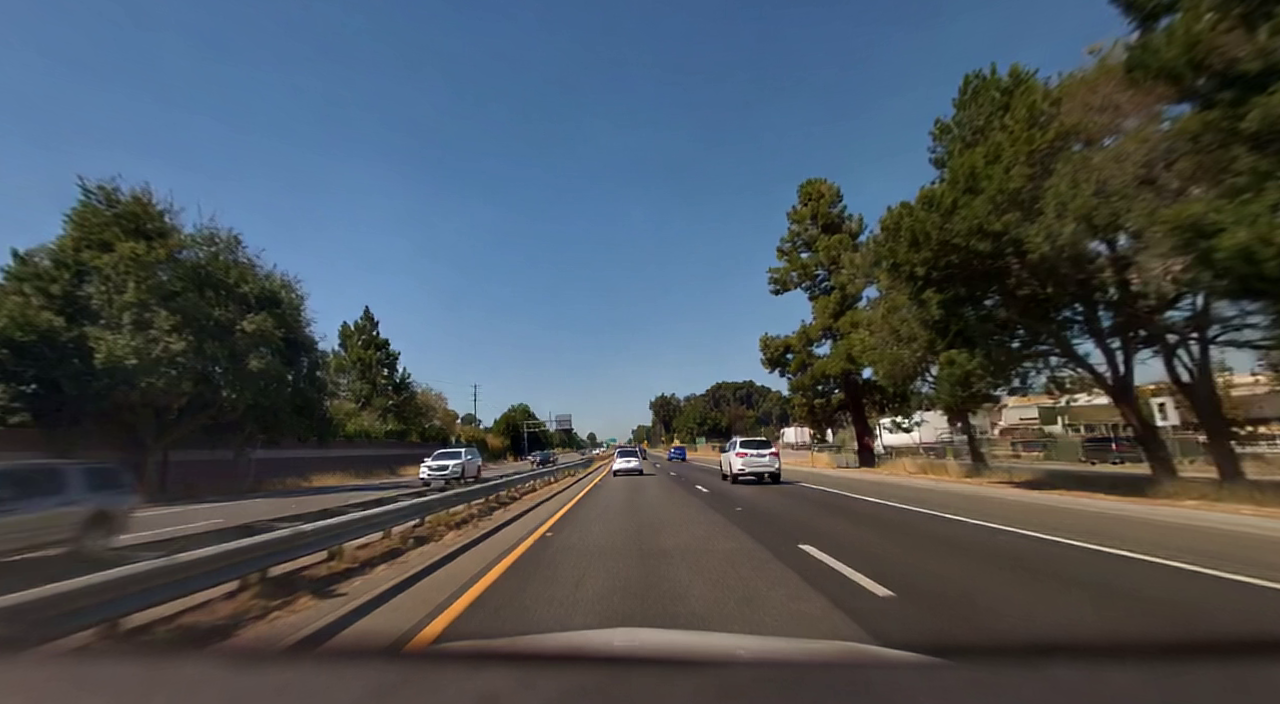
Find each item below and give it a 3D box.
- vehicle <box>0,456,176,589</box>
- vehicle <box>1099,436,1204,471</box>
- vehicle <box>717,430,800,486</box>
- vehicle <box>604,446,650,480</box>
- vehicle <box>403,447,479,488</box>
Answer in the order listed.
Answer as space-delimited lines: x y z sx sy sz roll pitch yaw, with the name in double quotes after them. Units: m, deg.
-8.608 2.125 7.876 1.913 1.537 4.729 0 -9 0 "vehicle"
25.712 5.118 31.730 1.920 1.589 4.604 -2 -9 9 "vehicle"
4.514 4.157 24.741 2.261 1.952 4.784 0 -9 0 "vehicle"
-0.580 5.122 29.170 2.029 1.483 3.769 0 -9 0 "vehicle"
-9.052 5.265 28.878 2.020 1.686 4.335 0 -9 1 "vehicle"
